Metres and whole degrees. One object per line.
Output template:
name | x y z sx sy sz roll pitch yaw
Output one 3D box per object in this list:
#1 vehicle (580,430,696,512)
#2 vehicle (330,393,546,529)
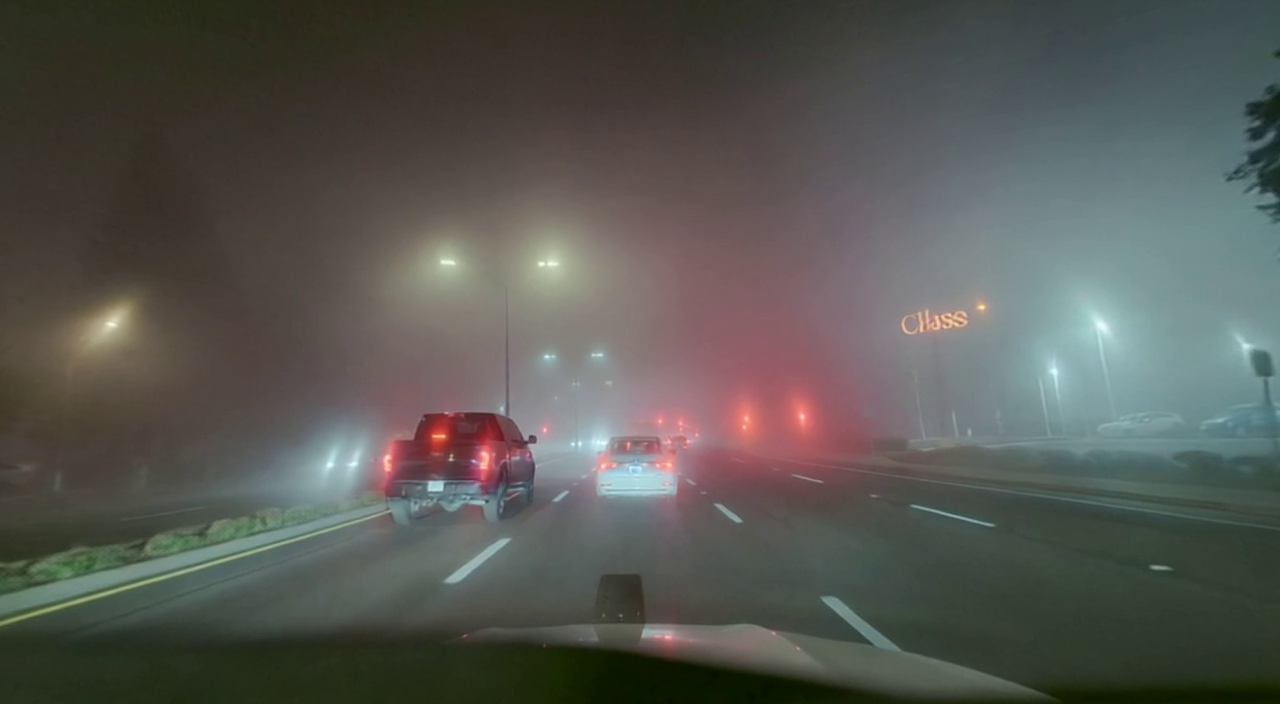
vehicle | -0.094 2.472 13.591 2.126 1.475 3.967 0 -8 -2
vehicle | -3.394 2.013 12.152 2.301 1.985 5.531 0 -8 0
